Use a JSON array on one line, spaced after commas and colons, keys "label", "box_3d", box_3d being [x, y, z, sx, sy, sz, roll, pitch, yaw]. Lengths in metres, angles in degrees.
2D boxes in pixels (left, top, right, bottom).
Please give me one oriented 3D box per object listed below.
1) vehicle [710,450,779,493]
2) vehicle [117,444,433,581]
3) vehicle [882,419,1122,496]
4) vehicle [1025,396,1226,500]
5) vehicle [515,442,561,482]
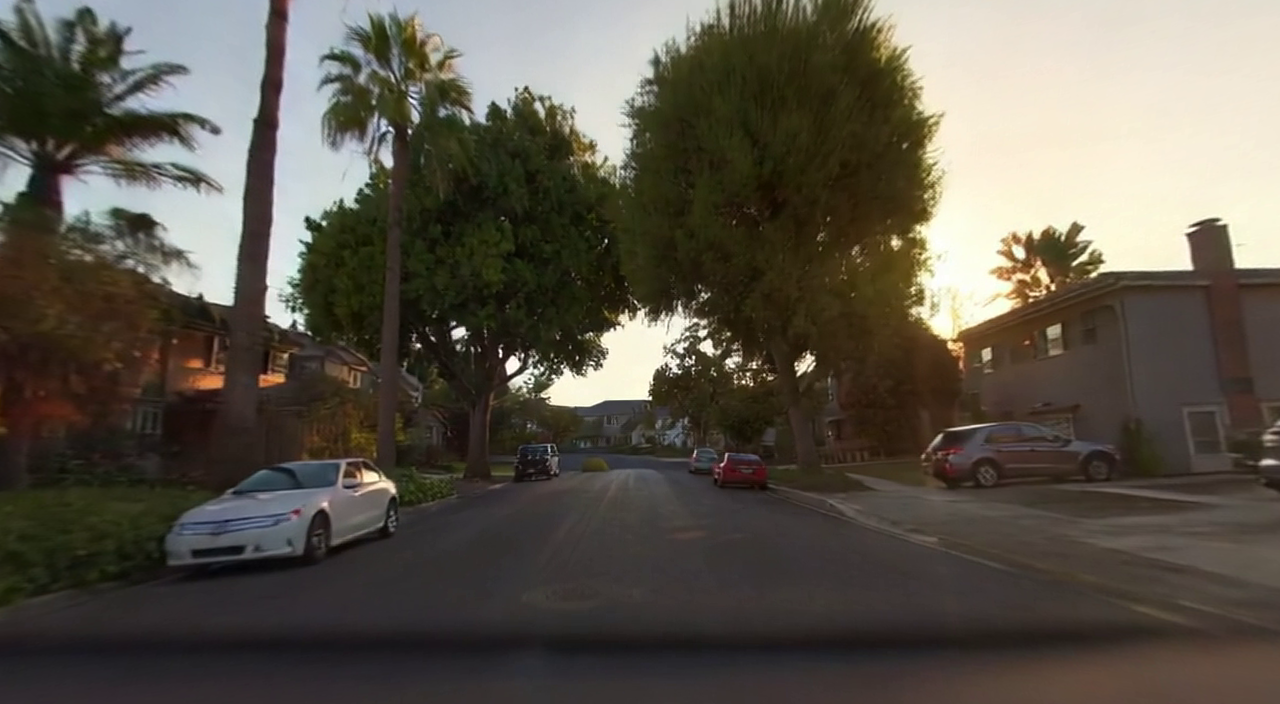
[{"label": "vehicle", "box_3d": [3.945, 4.556, 24.574, 1.867, 1.480, 4.678, 0, -9, 0]}, {"label": "vehicle", "box_3d": [-4.782, 2.168, 9.309, 2.080, 1.479, 4.531, 0, -10, -2]}, {"label": "vehicle", "box_3d": [9.474, 2.791, 16.911, 5.068, 1.888, 2.062, -1, -8, 1]}, {"label": "vehicle", "box_3d": [10.600, 2.110, 13.999, 2.712, 1.898, 1.838, -5, -8, 0]}, {"label": "vehicle", "box_3d": [-5.404, 5.690, 33.070, 2.106, 1.914, 4.363, 2, -8, -12]}]
